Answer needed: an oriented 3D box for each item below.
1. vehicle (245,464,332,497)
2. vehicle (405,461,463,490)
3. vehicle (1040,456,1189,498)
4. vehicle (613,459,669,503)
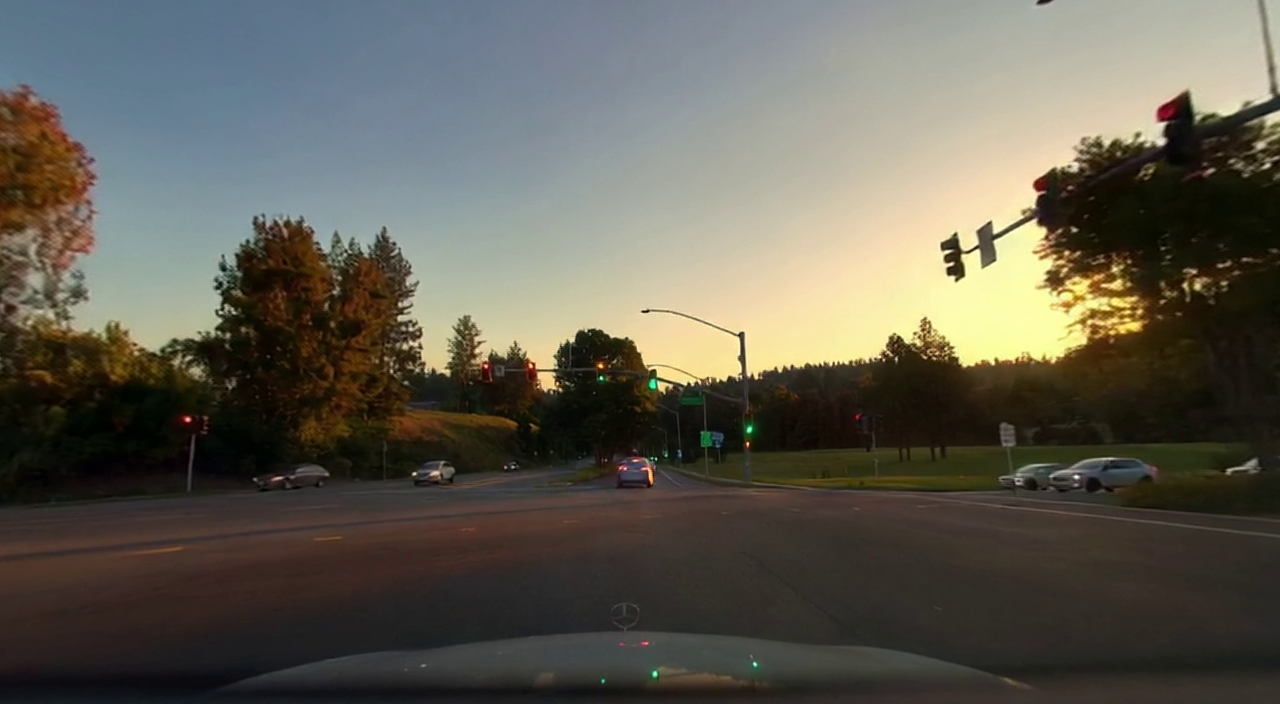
[{"bbox_3d":[-20.954,7.652,37.756,2.189,1.720,4.653,-1,-9,6],"label":"vehicle"},{"bbox_3d":[-13.311,7.973,40.982,2.024,1.663,4.502,-1,-9,3],"label":"vehicle"},{"bbox_3d":[18.470,4.857,24.608,4.441,1.466,1.982,1,-9,-9],"label":"vehicle"},{"bbox_3d":[0.054,4.823,23.852,1.954,1.469,3.465,0,-9,1],"label":"vehicle"}]
